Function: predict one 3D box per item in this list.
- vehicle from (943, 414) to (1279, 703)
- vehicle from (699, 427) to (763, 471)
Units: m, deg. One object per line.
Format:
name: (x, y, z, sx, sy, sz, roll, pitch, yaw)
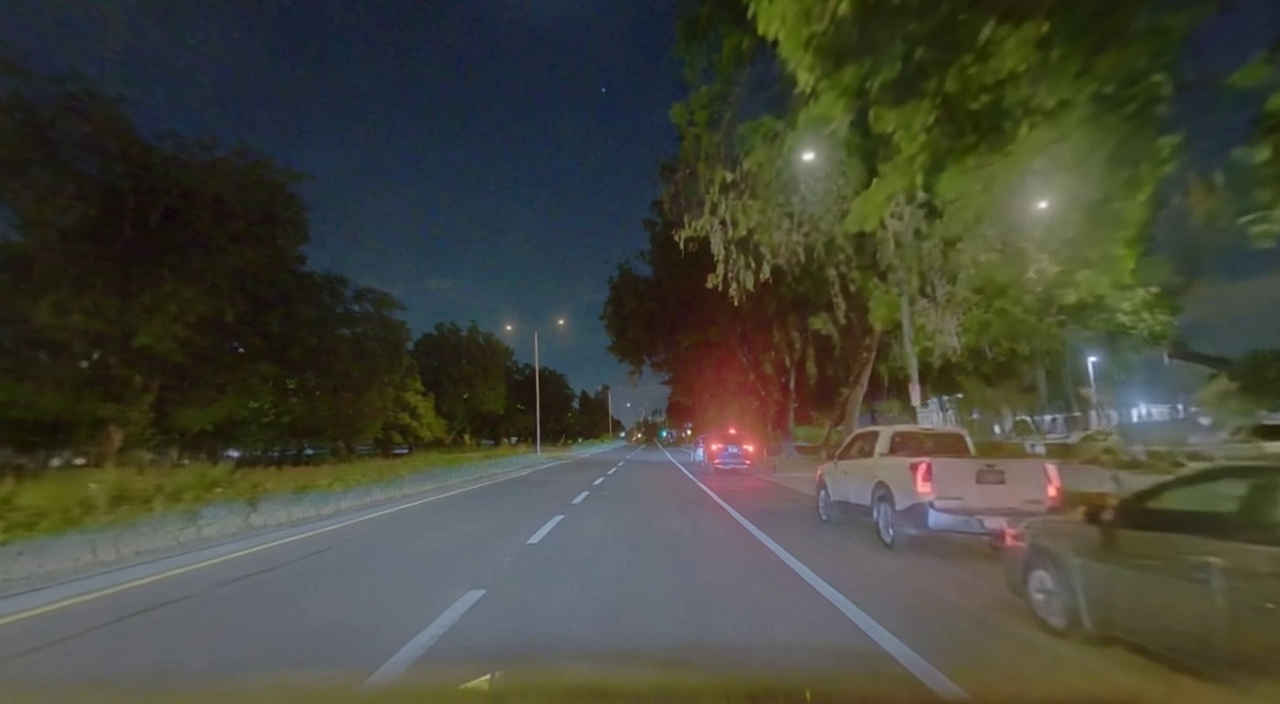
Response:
vehicle: (3.607, 1.035, 2.886, 2.068, 1.461, 4.653, 0, -8, -1)
vehicle: (4.160, 4.538, 29.681, 2.226, 1.889, 4.543, 0, -8, -1)
